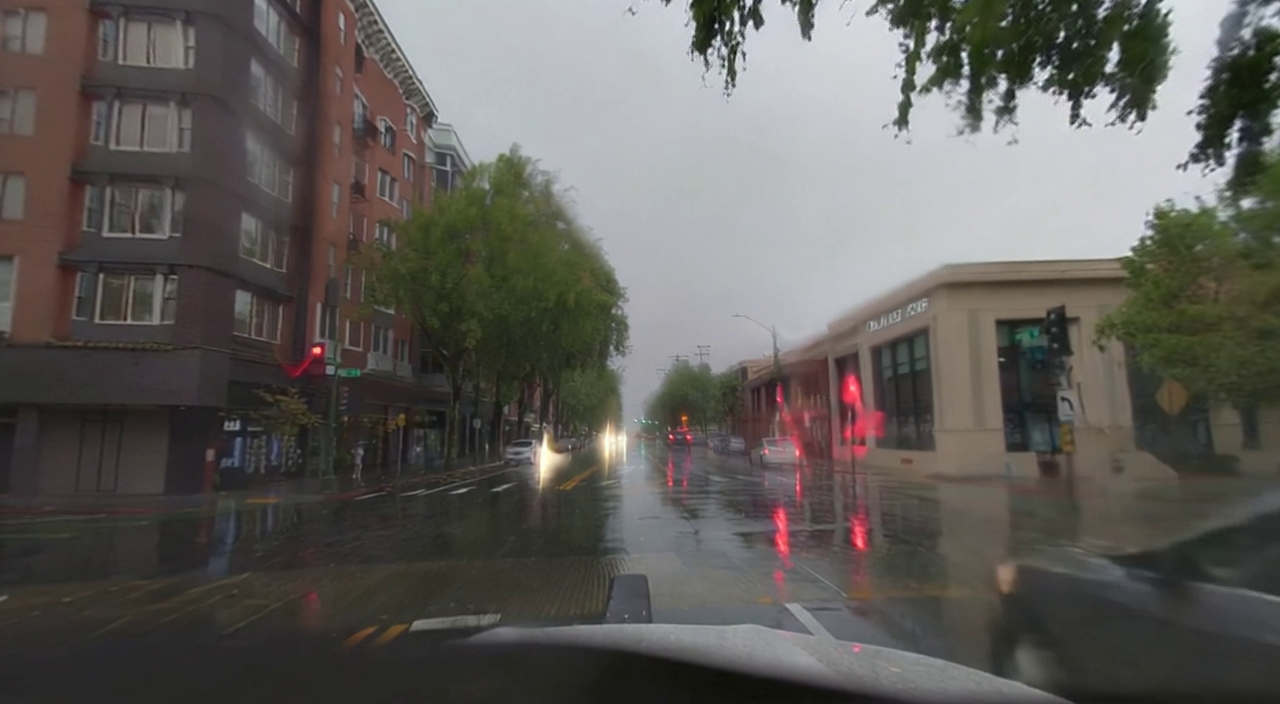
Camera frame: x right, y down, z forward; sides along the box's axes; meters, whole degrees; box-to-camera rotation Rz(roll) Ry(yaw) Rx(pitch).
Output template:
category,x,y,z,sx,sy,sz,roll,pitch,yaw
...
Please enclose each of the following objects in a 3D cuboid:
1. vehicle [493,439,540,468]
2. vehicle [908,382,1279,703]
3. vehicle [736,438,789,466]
category,x,y,z,sx,sy,sz,roll,pitch,yaw
vehicle,-7.247,5.957,37.437,2.127,1.533,4.547,-1,-8,-3
vehicle,2.720,0.865,1.945,2.014,1.474,4.090,0,-8,1
vehicle,6.963,5.731,36.282,1.997,1.510,4.455,1,-8,-2
